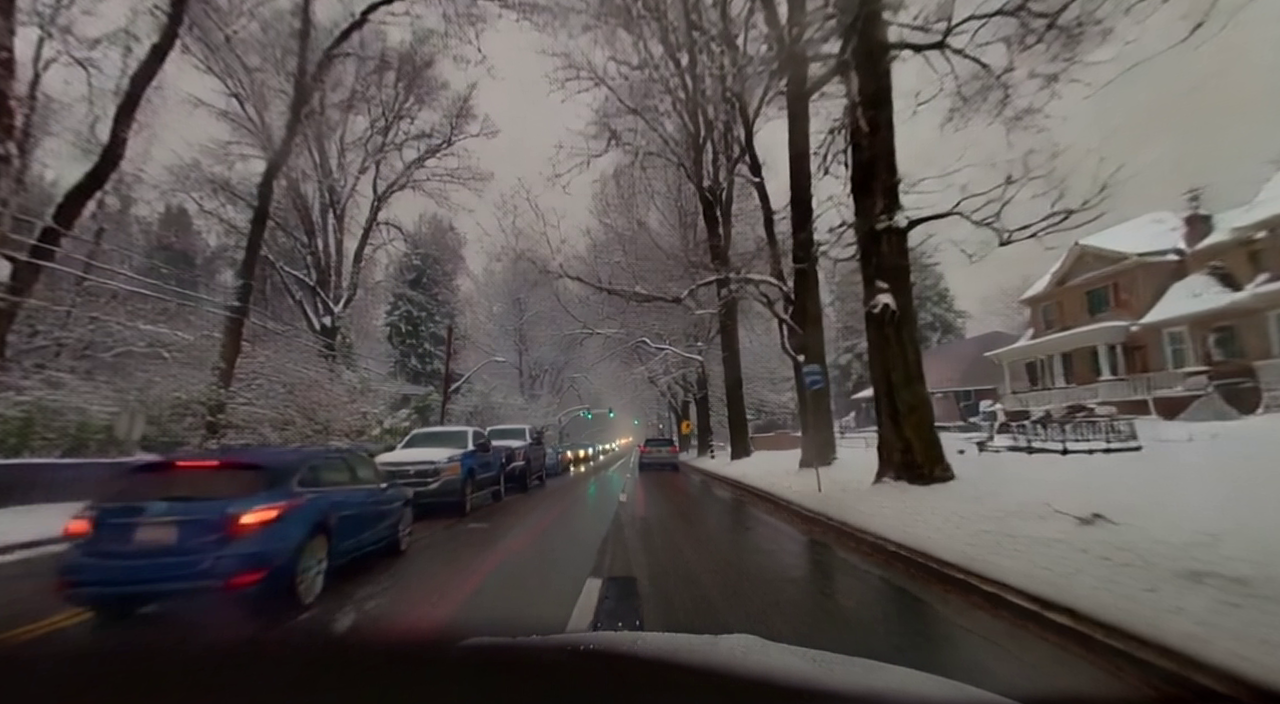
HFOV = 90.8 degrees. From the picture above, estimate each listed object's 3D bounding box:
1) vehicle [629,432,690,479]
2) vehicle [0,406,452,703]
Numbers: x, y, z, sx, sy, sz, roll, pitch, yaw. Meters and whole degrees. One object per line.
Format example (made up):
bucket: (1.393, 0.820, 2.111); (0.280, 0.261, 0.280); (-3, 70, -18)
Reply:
vehicle: (0.689, 4.173, 25.580); (2.258, 1.682, 4.635); (0, -9, -1)
vehicle: (-3.206, 1.389, 5.549); (1.919, 1.501, 4.509); (0, -9, -3)
